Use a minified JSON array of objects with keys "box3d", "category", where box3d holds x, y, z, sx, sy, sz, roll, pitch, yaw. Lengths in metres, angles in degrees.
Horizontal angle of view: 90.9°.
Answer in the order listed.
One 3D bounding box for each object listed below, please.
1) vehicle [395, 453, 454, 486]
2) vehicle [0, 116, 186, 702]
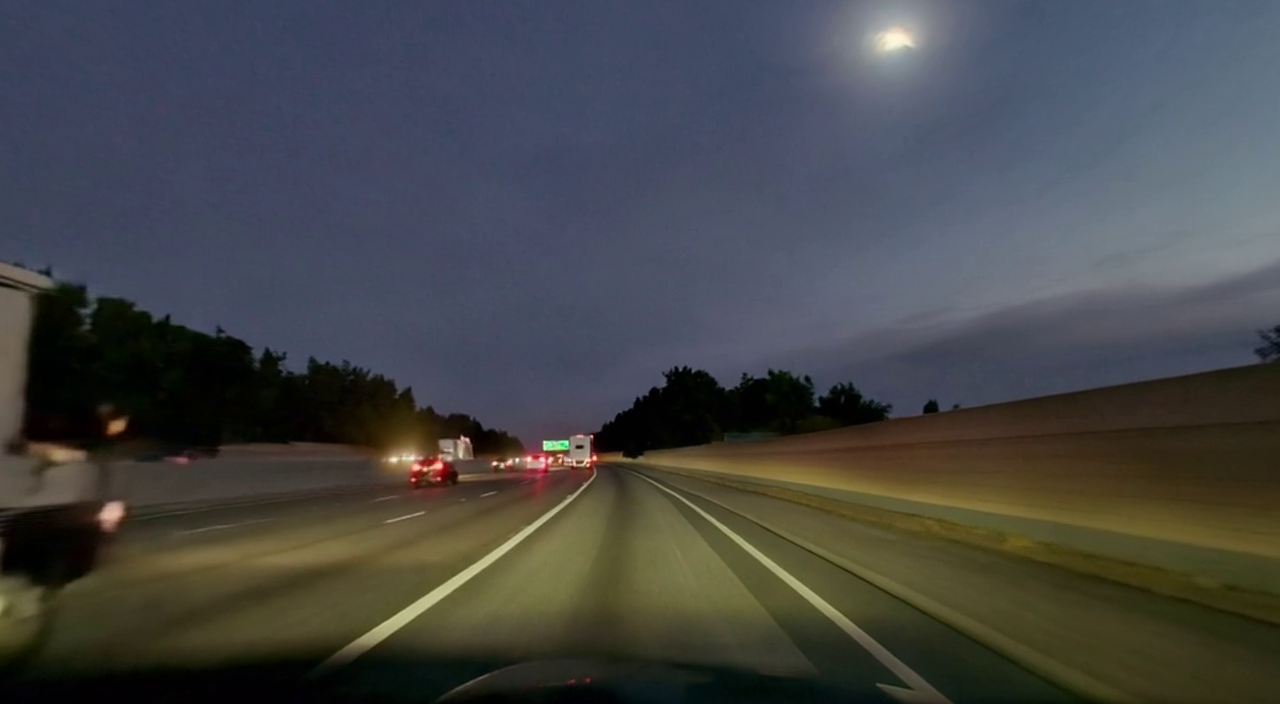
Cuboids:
[{"box3d":[-12.830,7.000,37.816,2.005,1.774,4.610,0,-9,-2],"category":"vehicle"},{"box3d":[-4.543,-0.172,0.568,2.542,2.965,7.637,-1,-10,0],"category":"vehicle"}]
